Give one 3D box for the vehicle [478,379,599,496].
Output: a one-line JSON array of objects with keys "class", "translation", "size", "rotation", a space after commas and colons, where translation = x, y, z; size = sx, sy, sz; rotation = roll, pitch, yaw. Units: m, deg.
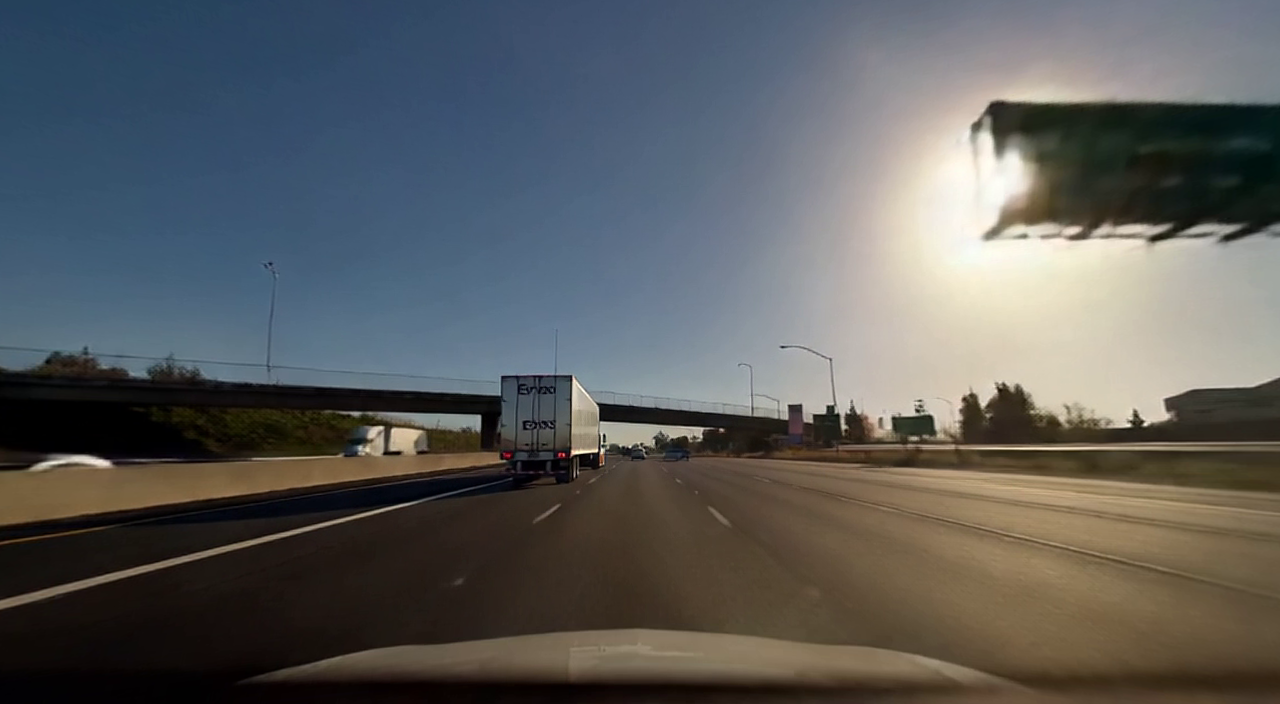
[{"class": "vehicle", "translation": [-3.274, 3.172, 22.913], "size": [2.922, 3.458, 8.360], "rotation": [0, -9, 0]}]
